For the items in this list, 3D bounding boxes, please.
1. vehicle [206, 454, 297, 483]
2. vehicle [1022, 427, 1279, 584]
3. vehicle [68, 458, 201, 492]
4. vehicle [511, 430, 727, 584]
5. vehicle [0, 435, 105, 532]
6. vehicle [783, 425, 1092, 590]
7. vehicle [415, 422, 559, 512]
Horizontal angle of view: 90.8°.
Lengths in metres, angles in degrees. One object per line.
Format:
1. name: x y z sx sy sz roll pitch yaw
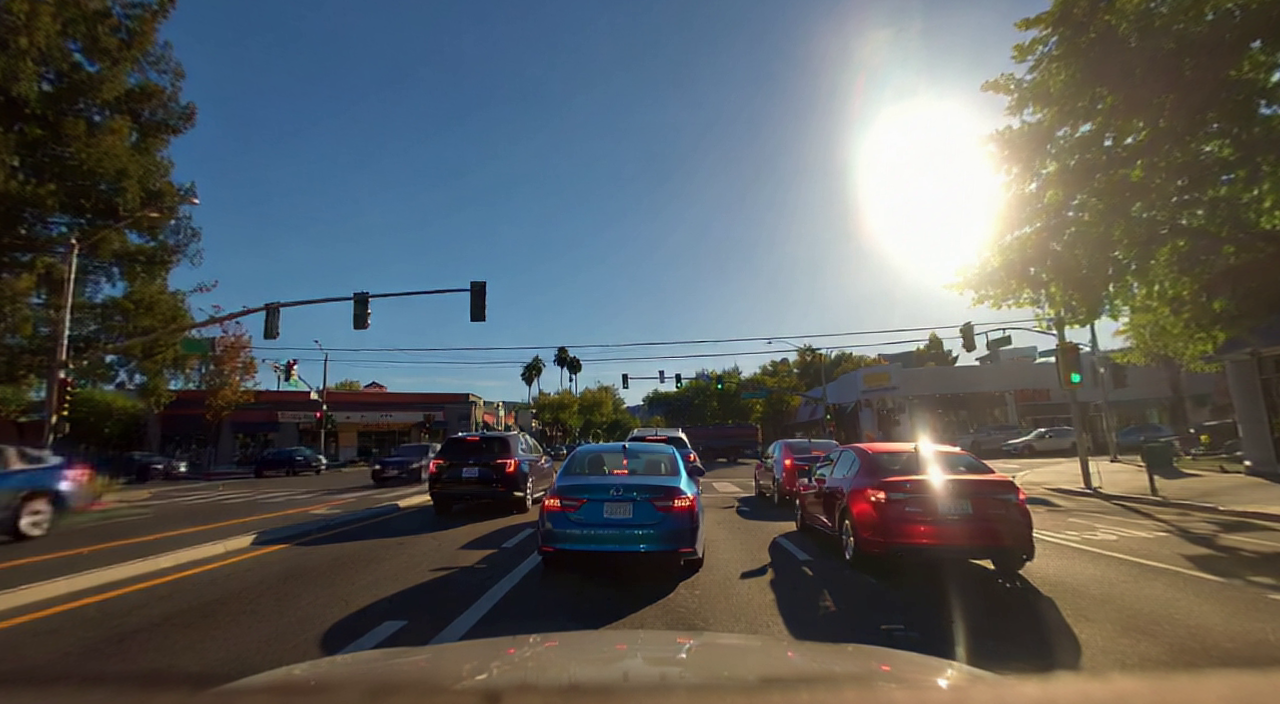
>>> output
1. vehicle: -23.438 7.019 38.267 4.238 1.671 1.898 2 -9 -13
2. vehicle: 7.197 1.737 7.826 2.004 1.508 4.646 0 -8 0
3. vehicle: -25.236 6.141 31.753 4.679 1.488 2.052 2 -9 -13
4. vehicle: -0.175 1.800 8.161 2.098 1.477 3.897 0 -8 1
5. vehicle: -12.390 2.334 11.153 1.959 1.704 4.410 0 -8 0
6. vehicle: 3.239 1.756 8.008 2.020 1.513 4.120 0 -8 2
7. vehicle: -3.433 2.709 15.399 2.160 1.823 5.115 0 -8 1
